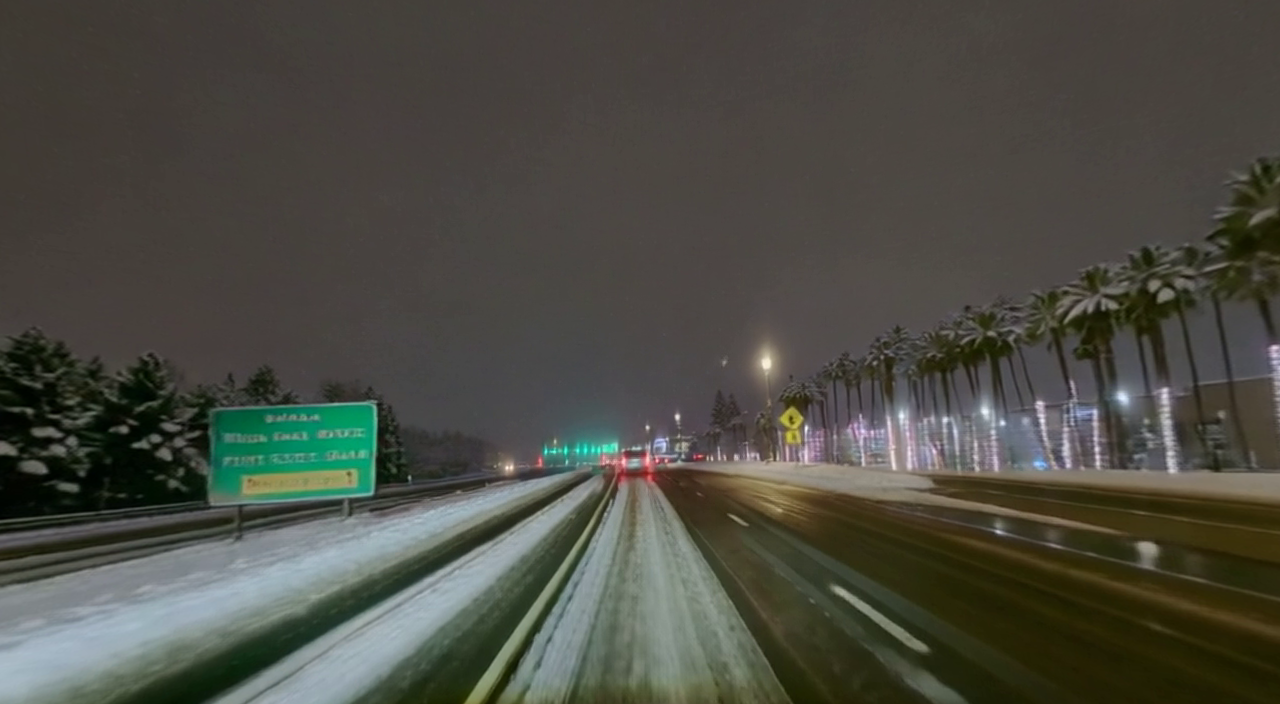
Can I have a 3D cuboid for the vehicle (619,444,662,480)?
[{"bbox_3d":[-0.022,5.652,32.621,2.089,1.718,4.193,0,-9,-1],"label":"vehicle"}]
